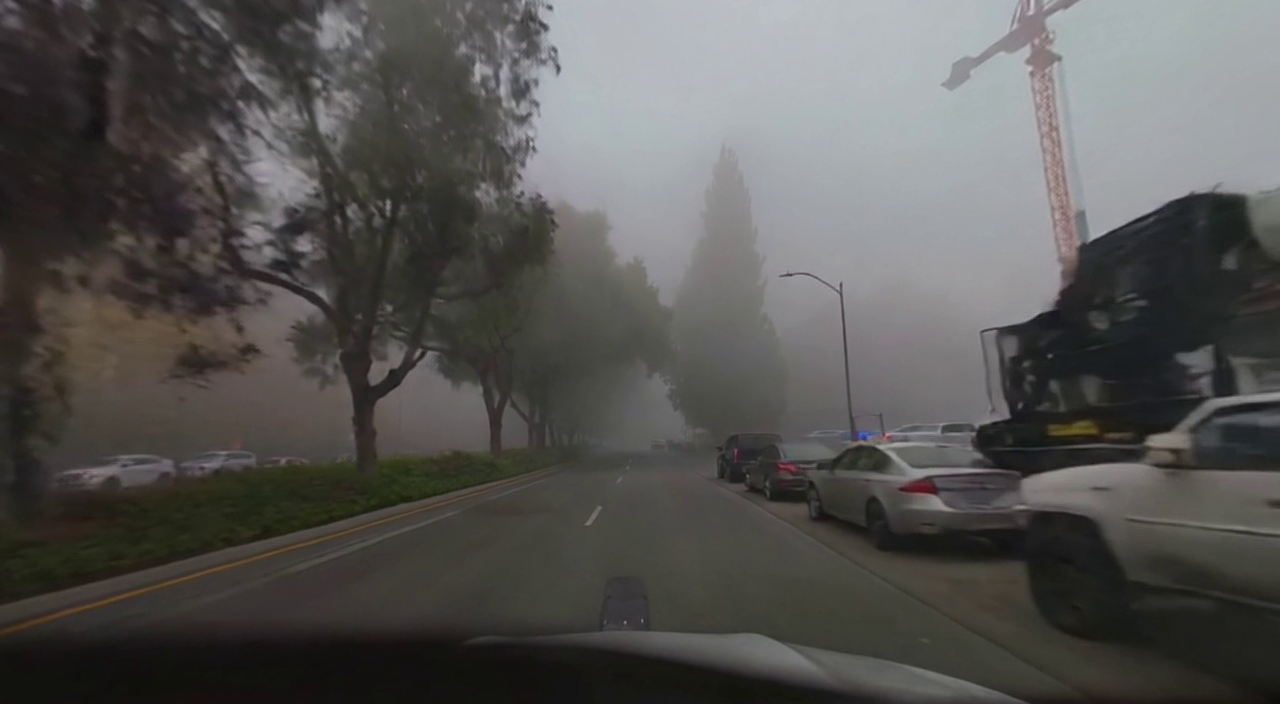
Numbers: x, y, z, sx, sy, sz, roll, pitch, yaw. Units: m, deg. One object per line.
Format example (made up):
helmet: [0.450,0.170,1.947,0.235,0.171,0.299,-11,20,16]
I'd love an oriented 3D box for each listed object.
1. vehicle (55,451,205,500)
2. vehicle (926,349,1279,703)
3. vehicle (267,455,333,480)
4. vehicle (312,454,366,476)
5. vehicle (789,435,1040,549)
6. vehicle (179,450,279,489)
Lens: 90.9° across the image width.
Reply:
vehicle: [-21.480,5.172,26.941,1.986,1.805,5.444,0,-8,-2]
vehicle: [4.275,1.117,4.606,2.050,1.832,4.794,0,-8,-1]
vehicle: [-21.525,7.319,40.138,1.834,1.441,4.416,0,-8,-2]
vehicle: [-21.565,8.075,45.331,1.746,1.447,4.448,0,-8,0]
vehicle: [4.055,2.132,10.394,2.003,1.442,4.606,0,-8,-1]
vehicle: [-21.452,6.109,33.183,2.027,1.855,4.908,0,-8,-2]
